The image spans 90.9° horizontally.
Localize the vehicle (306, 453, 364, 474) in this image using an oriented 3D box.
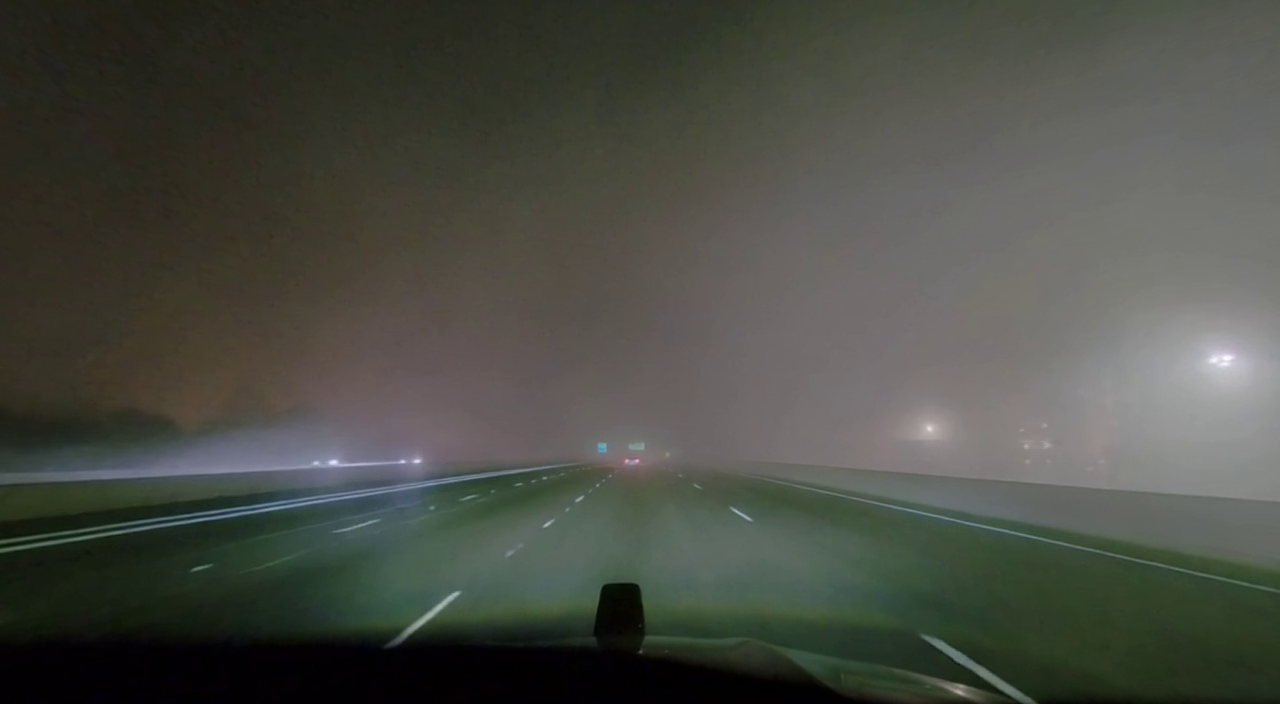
[{"bbox_3d":[-22.647,8.305,46.982,2.033,1.455,4.424,0,-9,1],"label":"vehicle"}]
